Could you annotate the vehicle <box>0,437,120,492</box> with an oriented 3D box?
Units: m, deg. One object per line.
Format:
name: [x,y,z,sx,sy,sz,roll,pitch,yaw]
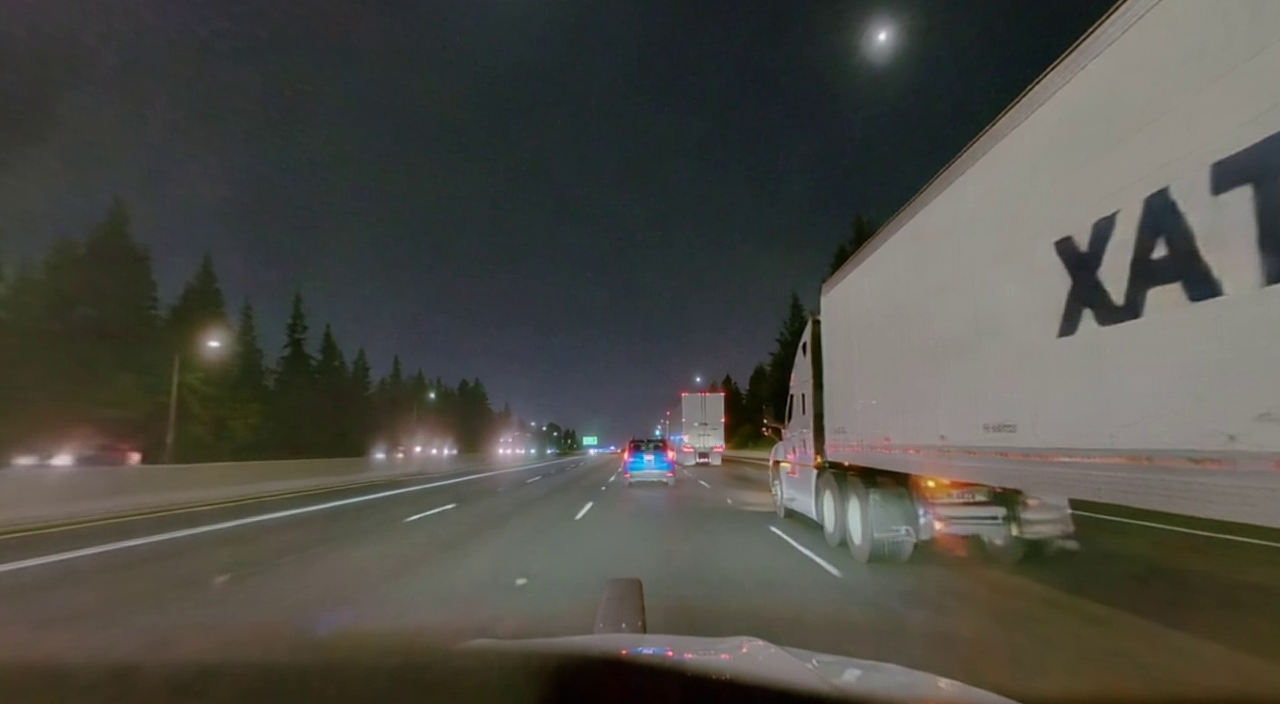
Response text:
vehicle: [-25.846,4.735,26.814,2.248,2.077,5.797,0,-8,1]

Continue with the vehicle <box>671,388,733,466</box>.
vehicle: [3.682,5.133,41.380,2.909,4.135,15.820,-1,-8,2]

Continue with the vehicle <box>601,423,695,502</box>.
vehicle: [0.189,2.731,15.930,2.054,1.706,4.201,0,-8,1]

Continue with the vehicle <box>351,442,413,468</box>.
vehicle: [-18.563,7.422,45.522,2.112,1.778,5.417,0,-8,1]
